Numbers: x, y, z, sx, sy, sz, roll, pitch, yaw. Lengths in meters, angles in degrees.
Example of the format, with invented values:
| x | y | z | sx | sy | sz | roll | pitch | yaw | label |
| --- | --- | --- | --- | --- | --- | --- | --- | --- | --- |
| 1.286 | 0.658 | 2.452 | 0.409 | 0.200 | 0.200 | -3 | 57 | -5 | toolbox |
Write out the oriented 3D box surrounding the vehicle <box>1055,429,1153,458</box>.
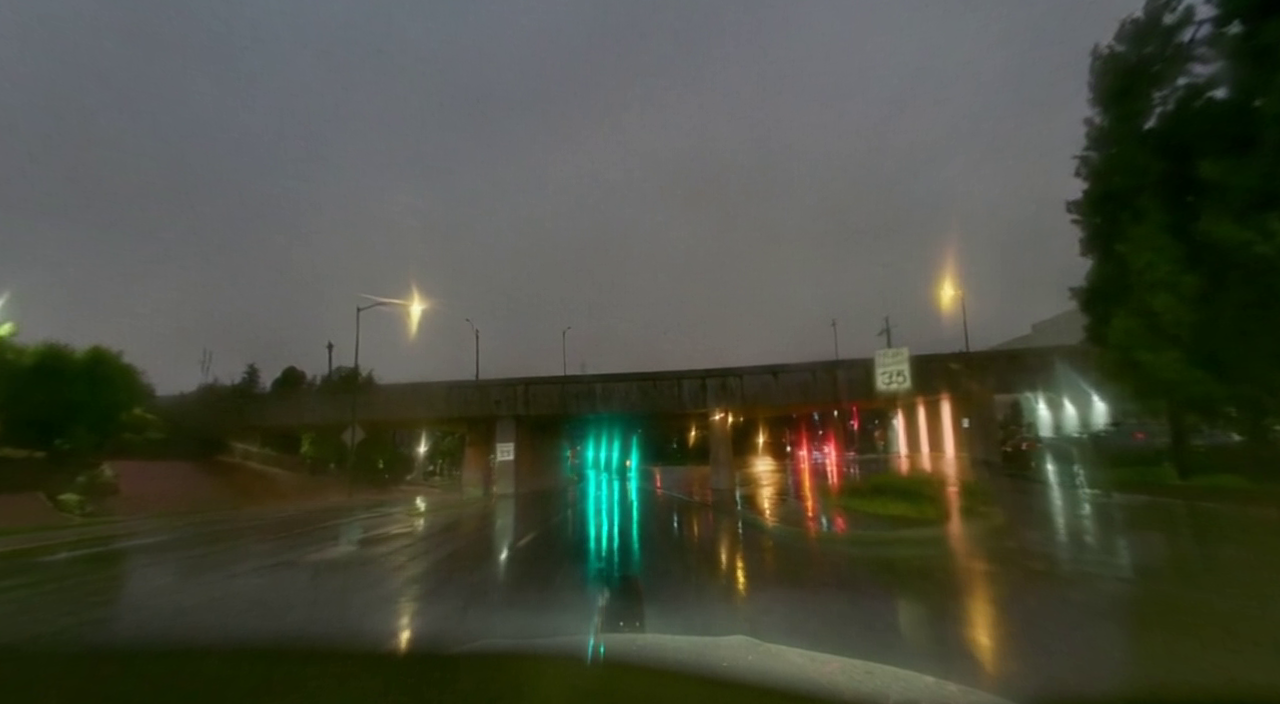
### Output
| x | y | z | sx | sy | sz | roll | pitch | yaw | label |
| --- | --- | --- | --- | --- | --- | --- | --- | --- | --- |
| 25.119 | 4.981 | 34.403 | 1.931 | 1.465 | 4.207 | 0 | -8 | -3 | vehicle |

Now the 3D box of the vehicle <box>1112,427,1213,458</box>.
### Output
| x | y | z | sx | sy | sz | roll | pitch | yaw | label |
| --- | --- | --- | --- | --- | --- | --- | --- | --- | --- |
| 27.813 | 4.832 | 33.809 | 1.901 | 1.525 | 3.948 | 0 | -7 | -2 | vehicle |

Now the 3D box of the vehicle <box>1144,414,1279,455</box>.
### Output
| x | y | z | sx | sy | sz | roll | pitch | yaw | label |
| --- | --- | --- | --- | --- | --- | --- | --- | --- | --- |
| 31.025 | 4.472 | 34.325 | 2.791 | 2.013 | 5.162 | 0 | -8 | -3 | vehicle |
